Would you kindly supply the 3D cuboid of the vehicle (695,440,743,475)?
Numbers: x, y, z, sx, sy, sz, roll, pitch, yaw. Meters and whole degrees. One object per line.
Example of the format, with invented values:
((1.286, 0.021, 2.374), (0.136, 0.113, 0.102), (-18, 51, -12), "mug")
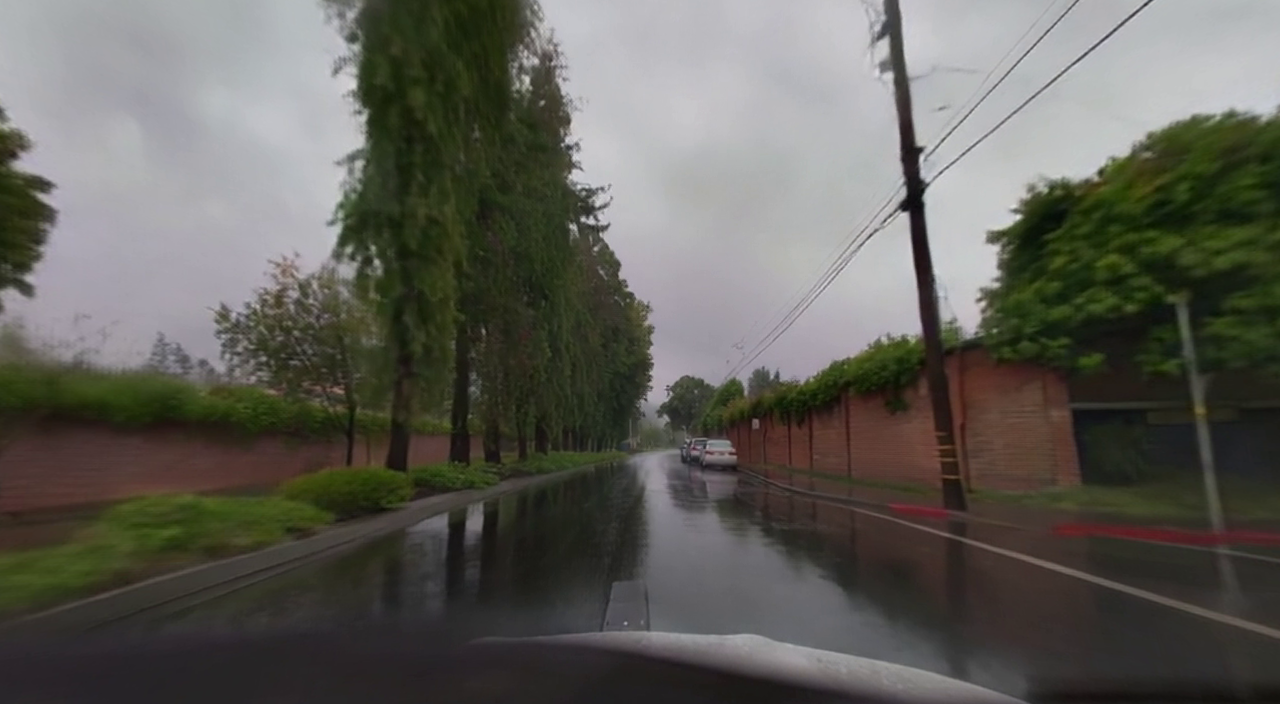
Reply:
((4.136, 5.590, 33.889), (2.048, 1.596, 5.543), (2, -8, 2), "vehicle")
